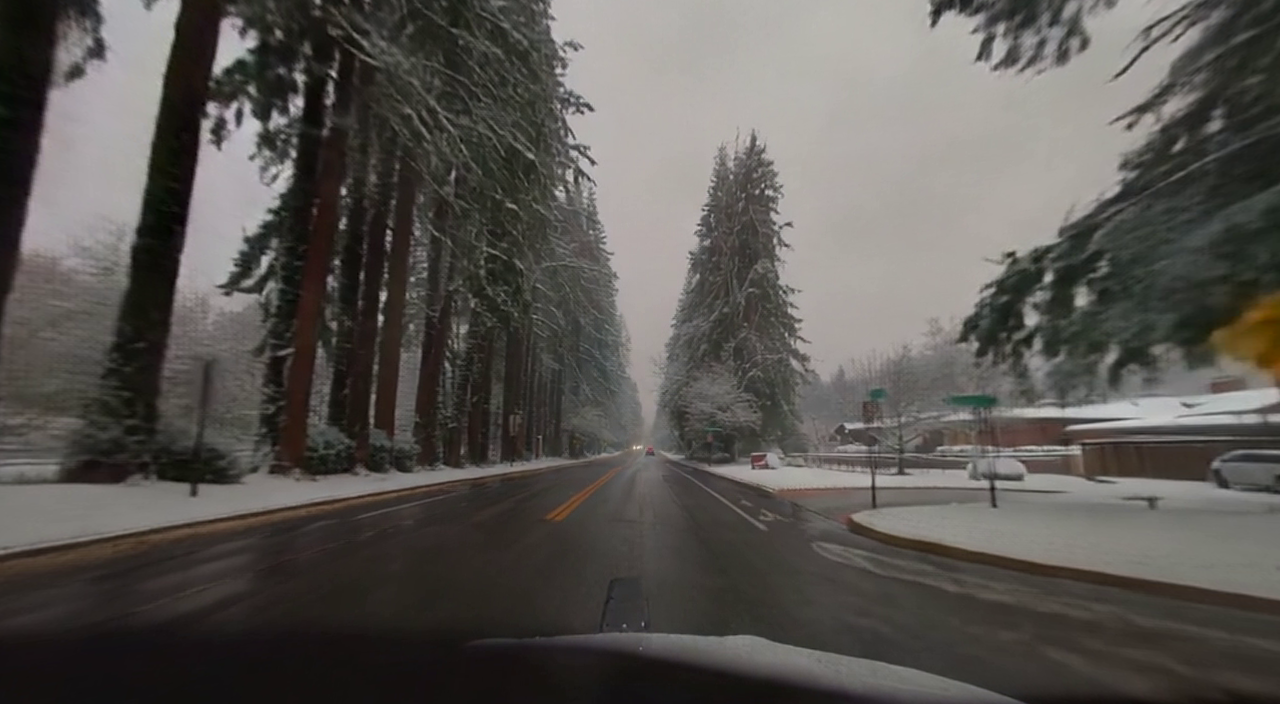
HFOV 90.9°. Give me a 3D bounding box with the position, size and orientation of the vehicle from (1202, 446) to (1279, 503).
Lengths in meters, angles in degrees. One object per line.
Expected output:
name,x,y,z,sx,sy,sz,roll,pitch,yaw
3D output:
vehicle,20.006,3.879,20.383,1.958,1.644,4.527,-5,-10,33
